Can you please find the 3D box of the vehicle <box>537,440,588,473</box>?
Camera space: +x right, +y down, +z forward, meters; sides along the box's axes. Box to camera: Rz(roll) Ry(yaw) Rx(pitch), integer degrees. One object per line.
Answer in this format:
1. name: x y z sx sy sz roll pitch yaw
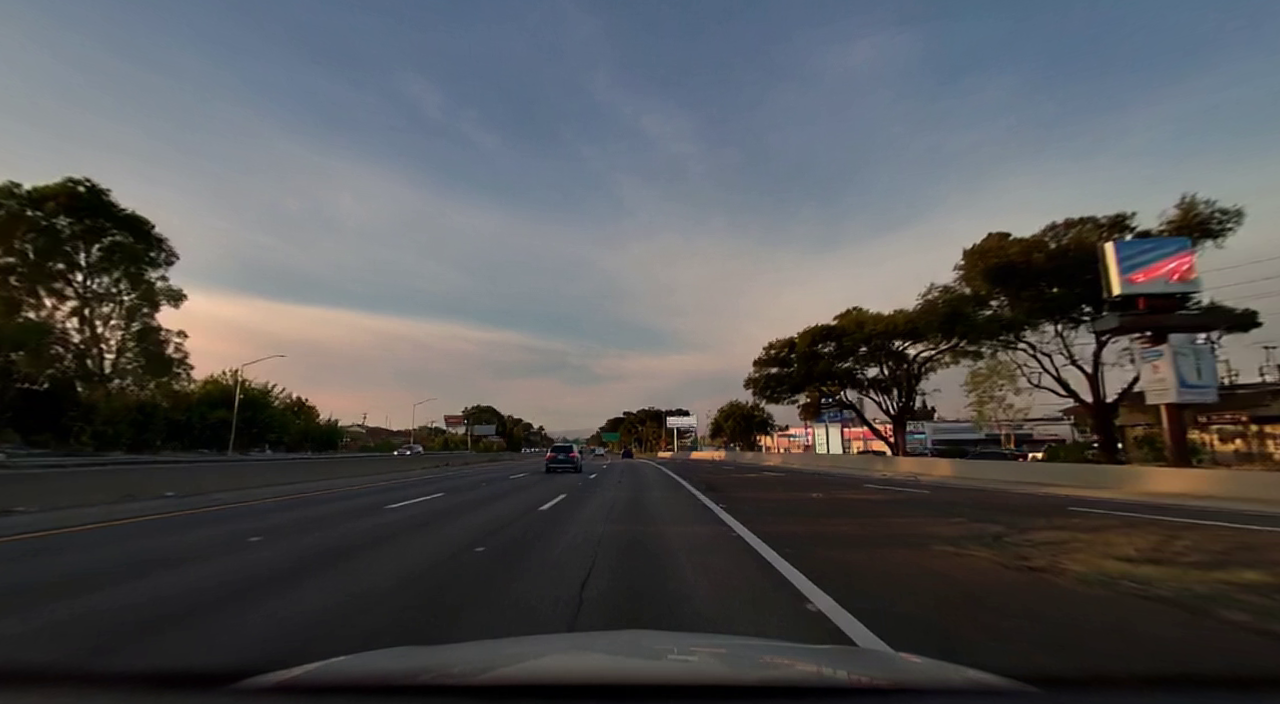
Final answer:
1. vehicle: -4.403 6.019 36.665 2.236 1.736 5.585 0 -8 0
